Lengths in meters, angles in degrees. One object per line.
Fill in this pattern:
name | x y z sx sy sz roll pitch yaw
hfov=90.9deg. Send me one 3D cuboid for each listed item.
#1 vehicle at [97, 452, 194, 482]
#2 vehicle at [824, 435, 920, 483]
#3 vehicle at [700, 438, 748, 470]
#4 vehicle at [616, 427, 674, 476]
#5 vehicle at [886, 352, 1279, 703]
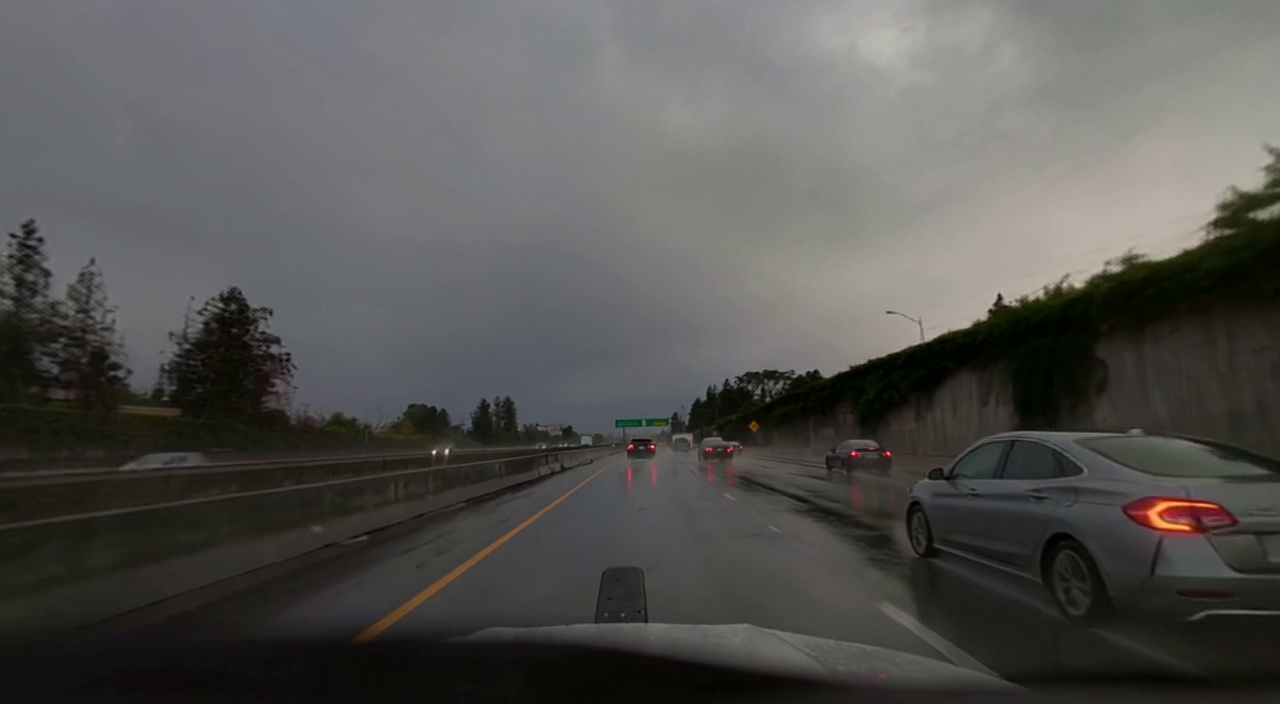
vehicle | -27.532 6.402 35.346 1.938 1.496 4.304 -1 -8 0
vehicle | 8.057 3.750 22.359 1.810 1.516 4.183 -1 -8 0
vehicle | 4.157 5.100 31.770 1.825 1.487 4.034 0 -8 -1
vehicle | 0.191 4.091 26.093 2.189 1.852 4.038 0 -8 0
vehicle | 3.701 1.124 4.641 2.003 1.661 4.418 -1 -8 1
